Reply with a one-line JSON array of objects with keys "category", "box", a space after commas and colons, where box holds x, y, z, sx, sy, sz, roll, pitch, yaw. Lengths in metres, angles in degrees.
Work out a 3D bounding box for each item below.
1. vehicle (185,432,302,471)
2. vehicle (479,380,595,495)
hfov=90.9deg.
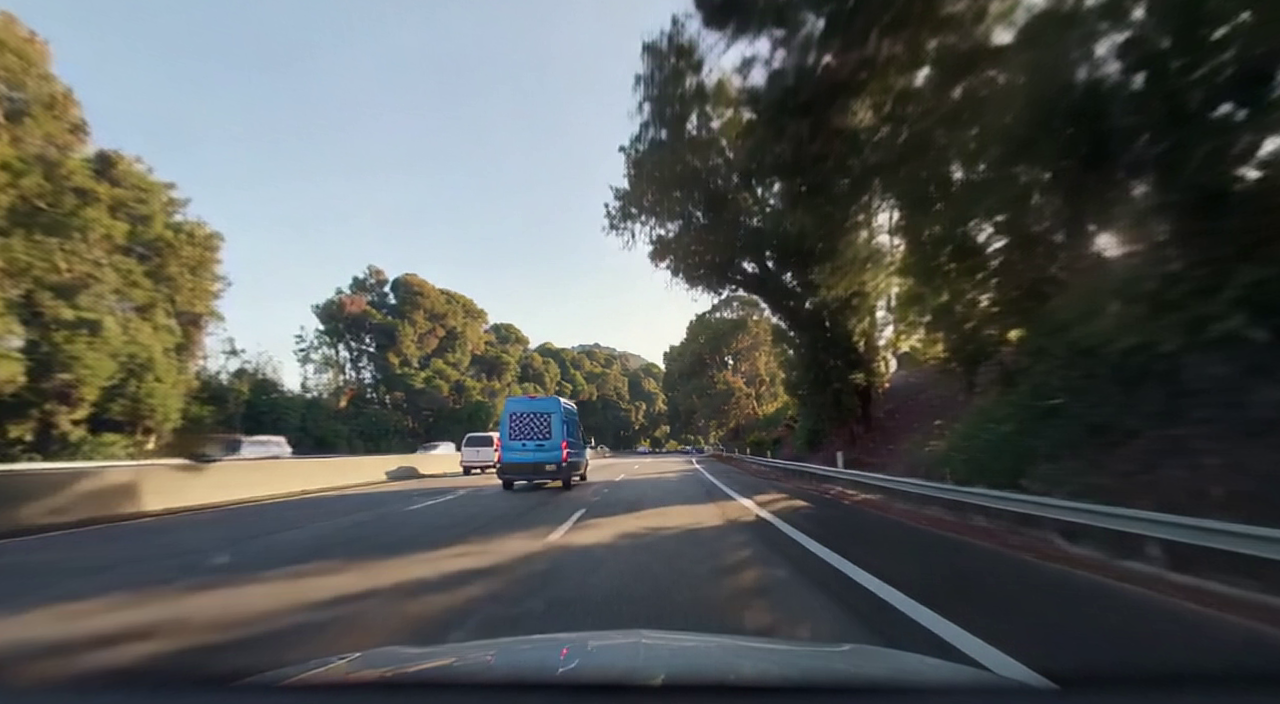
[{"category": "vehicle", "box": [-20.016, 5.067, 32.232, 2.319, 1.830, 5.373, -1, -9, 3]}, {"category": "vehicle", "box": [-2.819, 2.572, 18.860, 2.319, 2.883, 5.632, 0, -8, 2]}]
